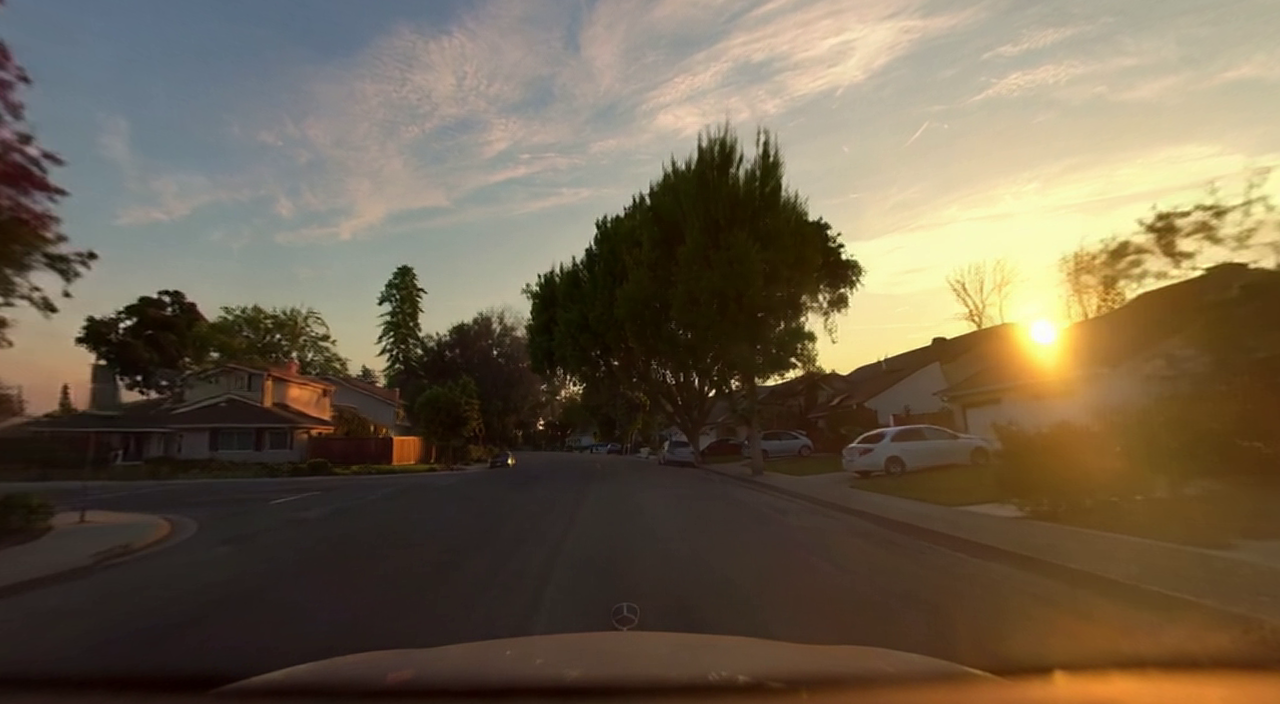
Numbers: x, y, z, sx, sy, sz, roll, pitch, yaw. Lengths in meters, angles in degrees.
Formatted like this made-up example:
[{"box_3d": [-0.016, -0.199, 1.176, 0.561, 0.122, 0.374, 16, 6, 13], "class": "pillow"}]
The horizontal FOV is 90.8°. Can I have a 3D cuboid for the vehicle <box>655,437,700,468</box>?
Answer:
[{"box_3d": [2.470, 6.847, 43.307, 2.214, 1.962, 4.733, 1, -9, -7], "class": "vehicle"}]

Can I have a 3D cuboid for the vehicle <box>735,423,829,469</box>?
[{"box_3d": [8.415, 5.594, 37.794, 4.801, 2.139, 2.164, -6, -7, -3], "class": "vehicle"}]
